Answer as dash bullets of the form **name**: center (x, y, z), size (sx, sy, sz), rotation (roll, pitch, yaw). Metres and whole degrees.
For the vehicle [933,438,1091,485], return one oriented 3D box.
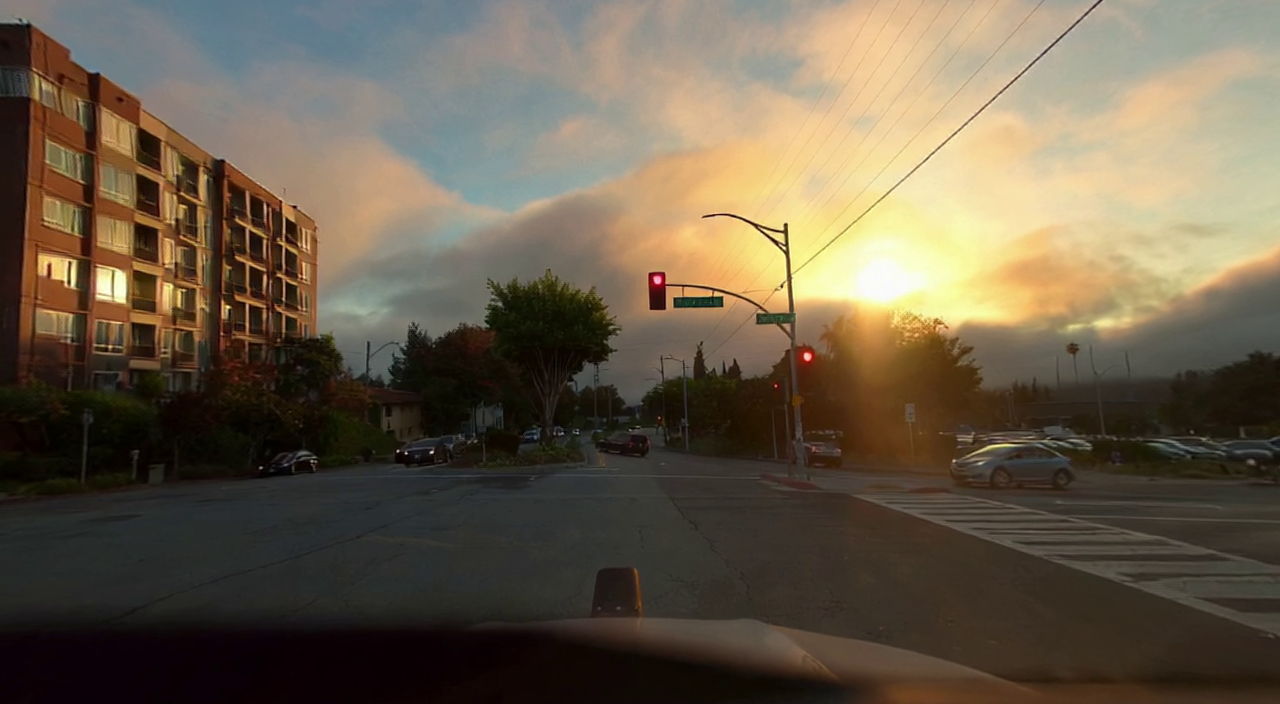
- **vehicle**: center (13.728, 4.036, 23.475), size (4.790, 1.571, 2.073), rotation (-6, -11, 34)

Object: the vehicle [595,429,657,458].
- **vehicle**: center (-0.940, 5.642, 38.792), size (1.993, 1.664, 4.424), rotation (5, -10, -28)

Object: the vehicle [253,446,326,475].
- **vehicle**: center (-21.060, 6.513, 38.137), size (1.981, 1.628, 4.336), rotation (0, -9, -1)

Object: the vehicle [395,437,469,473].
- **vehicle**: center (-9.701, 4.831, 29.798), size (2.116, 1.521, 4.294), rotation (0, -9, -2)

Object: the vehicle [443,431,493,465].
- **vehicle**: center (-9.787, 5.507, 36.205), size (1.910, 1.818, 4.057), rotation (0, -9, -3)
